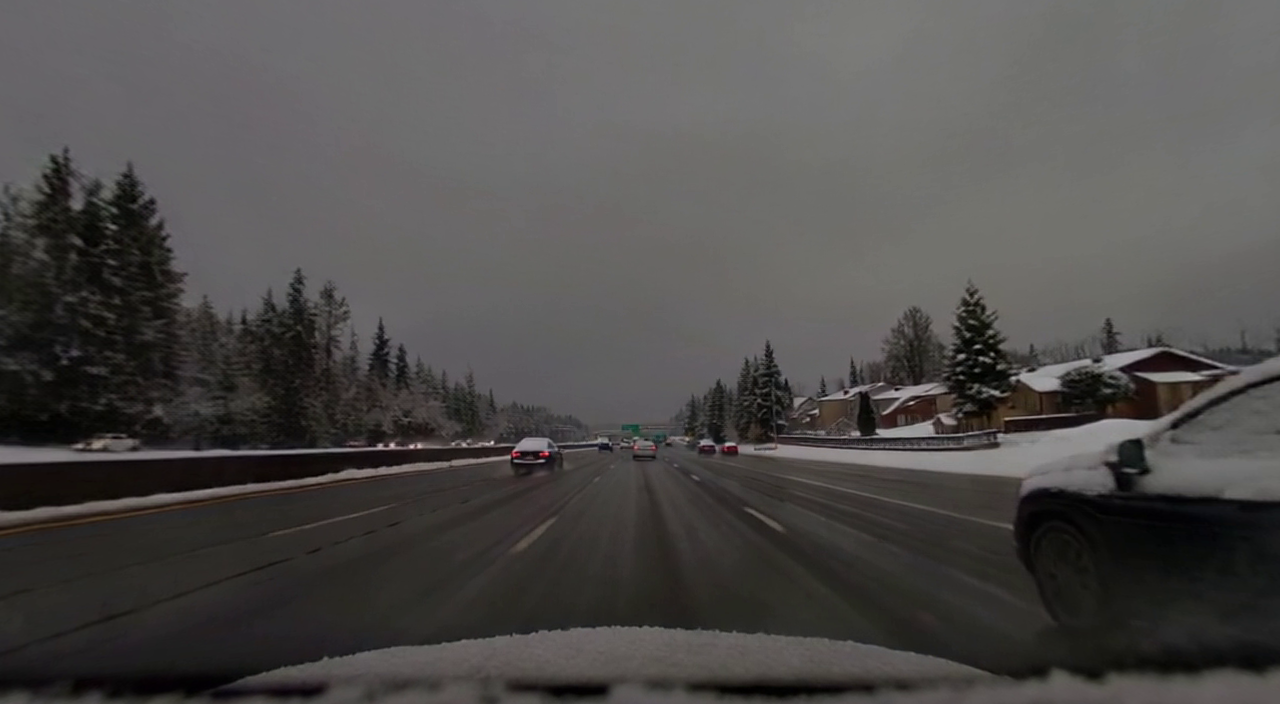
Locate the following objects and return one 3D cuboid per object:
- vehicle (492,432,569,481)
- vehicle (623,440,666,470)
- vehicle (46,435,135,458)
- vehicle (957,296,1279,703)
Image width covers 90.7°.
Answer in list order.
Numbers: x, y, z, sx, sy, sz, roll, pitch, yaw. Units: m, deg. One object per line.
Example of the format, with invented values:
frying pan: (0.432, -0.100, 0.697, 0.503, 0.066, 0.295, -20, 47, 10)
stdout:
vehicle: (-4.154, 4.059, 24.759, 2.260, 1.706, 4.177, 0, -8, 0)
vehicle: (0.218, 5.487, 33.855, 2.146, 1.485, 4.332, 0, -9, 0)
vehicle: (-41.979, 7.256, 48.553, 2.019, 1.695, 5.538, 0, -9, -1)
vehicle: (3.642, 0.678, 2.073, 2.463, 1.851, 5.122, 0, -8, -1)
